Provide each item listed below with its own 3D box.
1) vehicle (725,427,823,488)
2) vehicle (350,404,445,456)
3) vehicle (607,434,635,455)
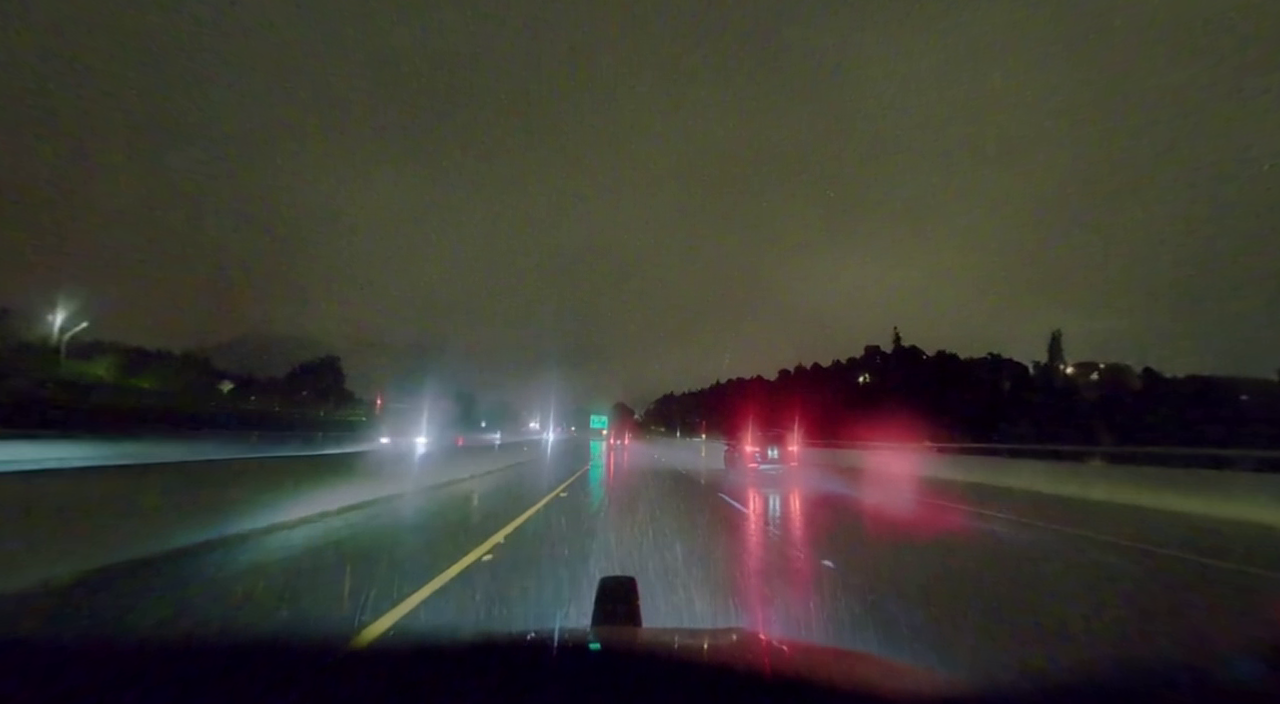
[{"bbox_3d":[3.598,2.882,17.562,1.852,1.513,3.652,1,-8,-2],"label":"vehicle"},{"bbox_3d":[-9.442,3.115,24.945,2.004,1.828,4.709,1,-8,-2],"label":"vehicle"},{"bbox_3d":[-1.464,6.954,47.364,1.998,1.512,3.735,1,-8,-3],"label":"vehicle"}]
